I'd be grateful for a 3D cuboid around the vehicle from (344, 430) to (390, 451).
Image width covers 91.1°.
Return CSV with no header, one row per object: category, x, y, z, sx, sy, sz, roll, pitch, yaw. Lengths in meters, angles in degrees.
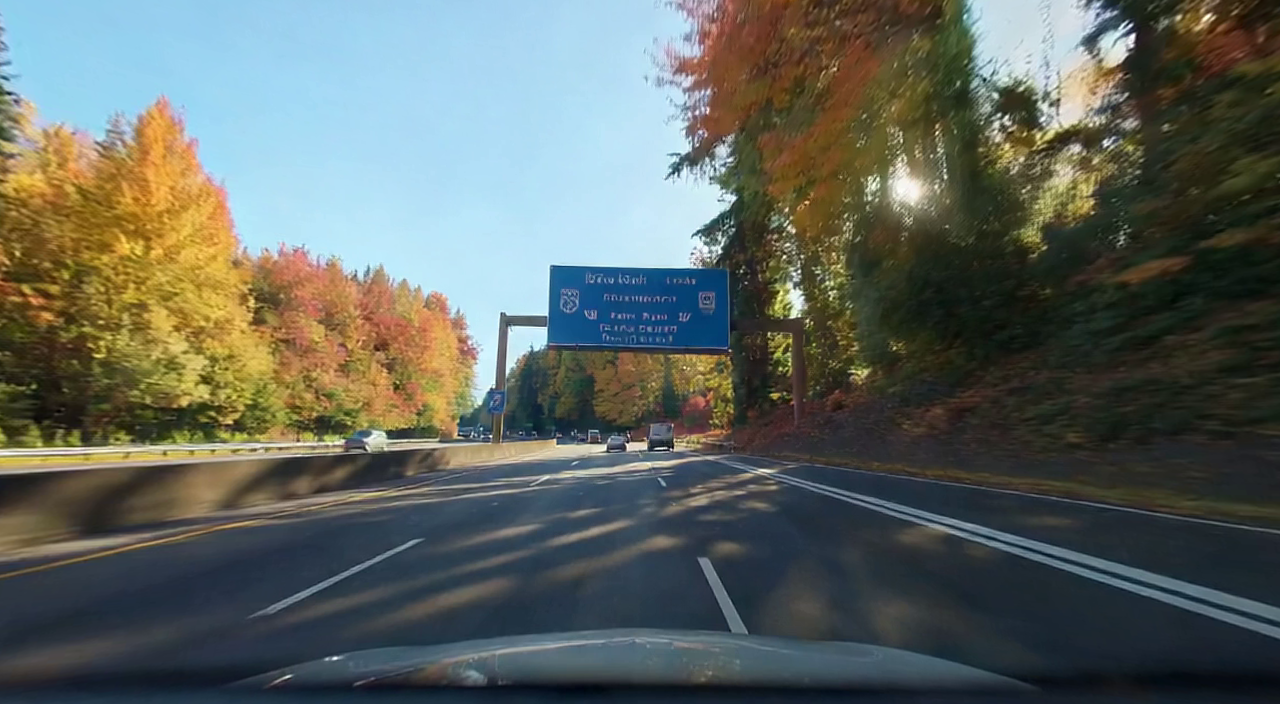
vehicle,-20.011,6.467,46.206,1.706,1.457,3.739,0,-8,-1
